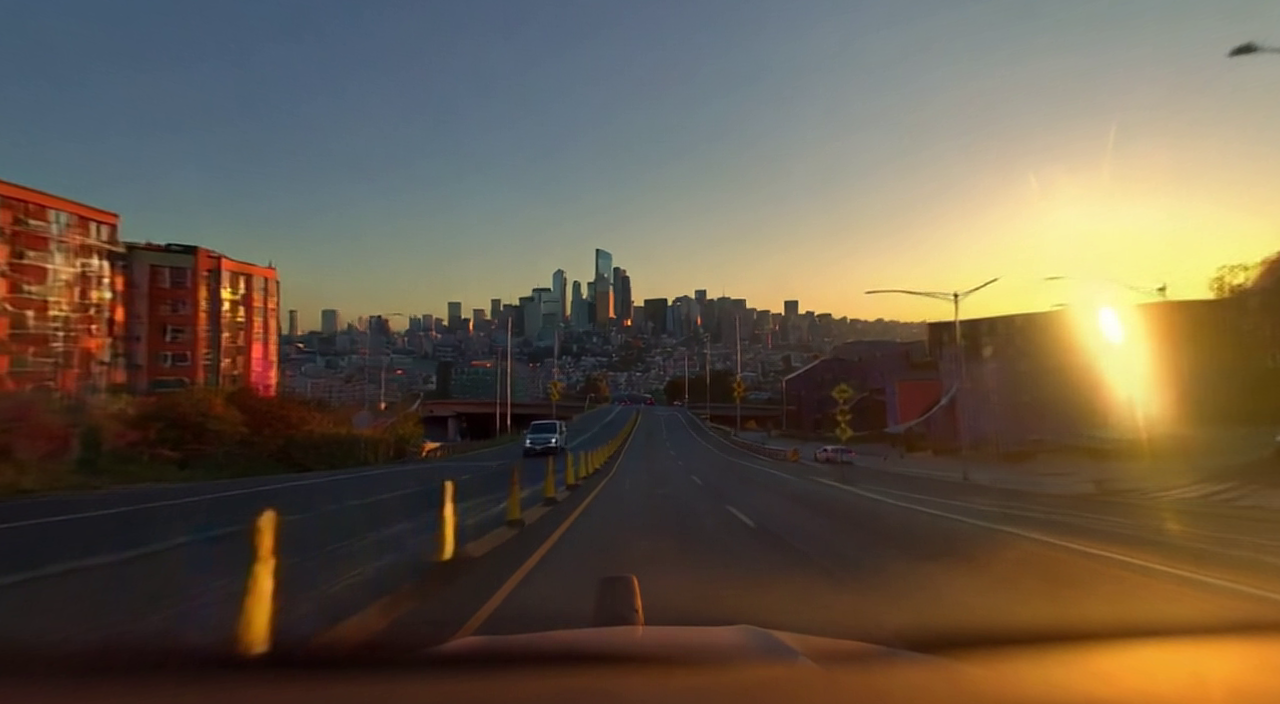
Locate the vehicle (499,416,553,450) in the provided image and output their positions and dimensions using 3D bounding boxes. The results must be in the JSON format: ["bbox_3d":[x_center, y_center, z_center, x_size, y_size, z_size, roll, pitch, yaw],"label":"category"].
[{"bbox_3d":[-6.346,4.589,35.621,2.175,1.771,4.352,1,-8,1],"label":"vehicle"}]

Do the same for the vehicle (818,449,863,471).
[{"bbox_3d":[14.408,7.766,45.648,1.809,1.497,3.837,0,-8,-3],"label":"vehicle"}]

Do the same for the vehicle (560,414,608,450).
[{"bbox_3d":[-2.982,4.404,34.598,2.109,1.848,4.338,1,-8,1],"label":"vehicle"}]
